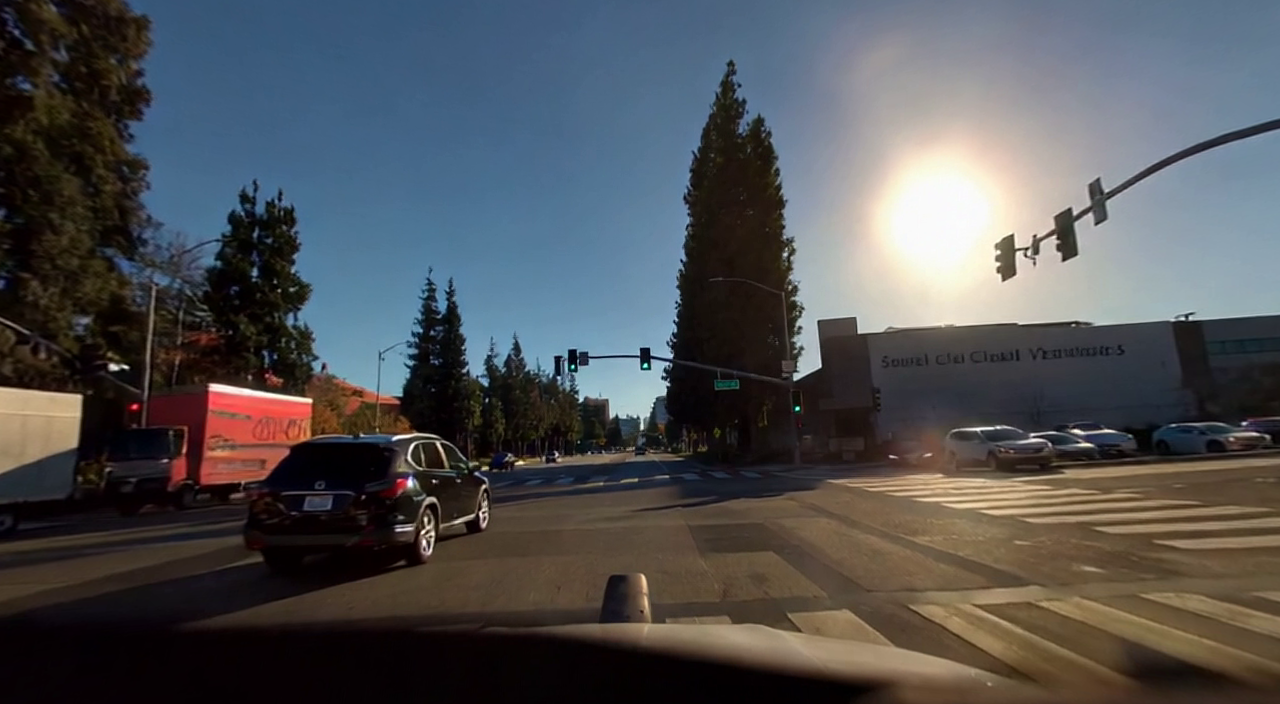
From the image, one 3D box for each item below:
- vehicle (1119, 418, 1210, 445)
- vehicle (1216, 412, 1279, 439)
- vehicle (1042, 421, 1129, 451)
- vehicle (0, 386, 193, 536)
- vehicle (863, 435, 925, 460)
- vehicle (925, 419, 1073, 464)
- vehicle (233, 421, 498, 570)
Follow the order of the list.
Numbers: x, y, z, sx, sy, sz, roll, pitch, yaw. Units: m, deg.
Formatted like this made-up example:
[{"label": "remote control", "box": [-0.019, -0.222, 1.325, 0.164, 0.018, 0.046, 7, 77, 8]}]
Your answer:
[{"label": "vehicle", "box": [31.179, 4.789, 37.635, 1.823, 1.480, 4.003, 0, -9, -3]}, {"label": "vehicle", "box": [38.332, 4.504, 38.483, 1.715, 1.480, 4.701, -1, -9, -1]}, {"label": "vehicle", "box": [26.458, 5.037, 37.633, 2.011, 1.656, 4.163, 0, -9, -2]}, {"label": "vehicle", "box": [-16.518, 2.631, 15.273, 3.161, 3.455, 11.058, 0, -9, 0]}, {"label": "vehicle", "box": [17.281, 6.491, 42.956, 3.329, 1.415, 1.821, -5, -9, 3]}, {"label": "vehicle", "box": [13.906, 3.496, 24.623, 4.566, 1.670, 2.000, 0, -9, -3]}, {"label": "vehicle", "box": [-3.594, 1.952, 9.384, 1.934, 1.649, 4.490, 0, -9, 0]}]
